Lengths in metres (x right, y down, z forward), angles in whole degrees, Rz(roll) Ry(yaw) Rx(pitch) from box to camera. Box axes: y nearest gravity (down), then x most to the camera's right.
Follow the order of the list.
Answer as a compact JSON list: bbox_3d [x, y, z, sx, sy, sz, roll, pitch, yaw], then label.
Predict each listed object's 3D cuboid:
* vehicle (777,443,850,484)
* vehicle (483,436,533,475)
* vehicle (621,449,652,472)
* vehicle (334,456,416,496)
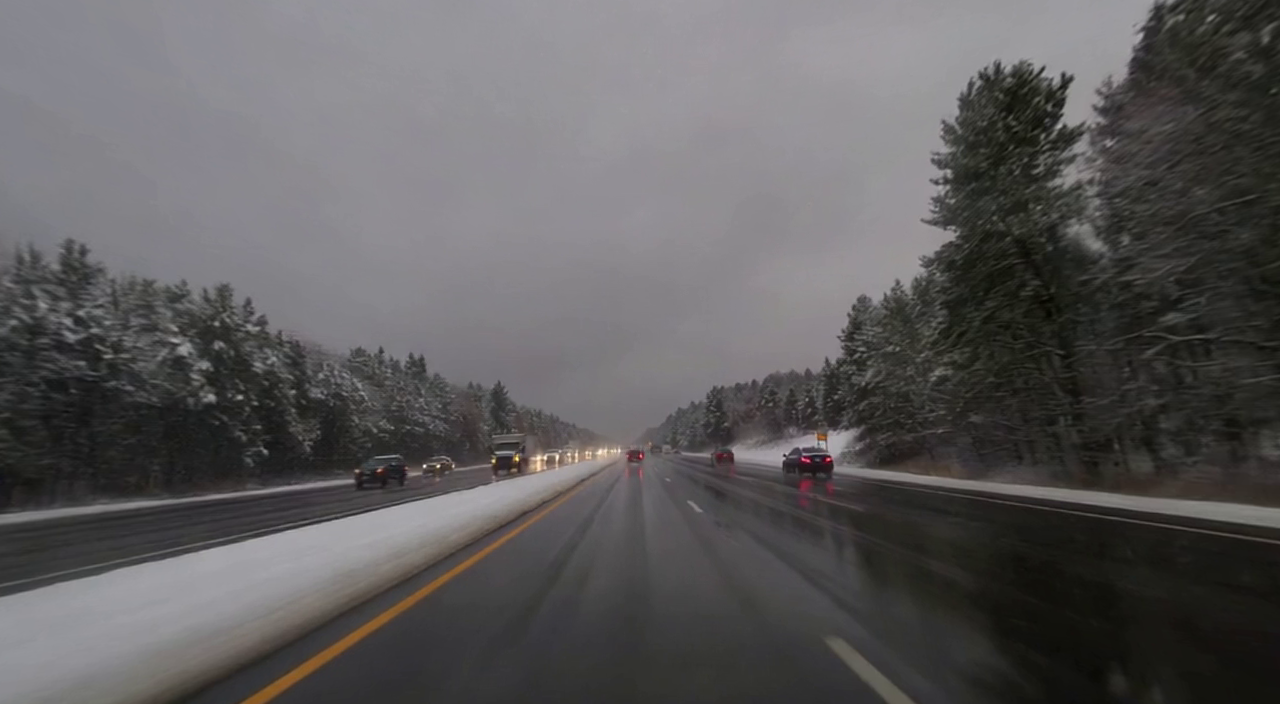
[{"bbox_3d":[7.247,4.667,26.697,1.903,1.566,3.866,0,-9,-1],"label":"vehicle"},{"bbox_3d":[-8.922,7.046,43.233,2.207,2.457,5.719,0,-9,0],"label":"vehicle"},{"bbox_3d":[-0.214,7.341,42.910,2.021,1.507,4.272,0,-9,0],"label":"vehicle"},{"bbox_3d":[-12.166,5.681,29.282,1.996,1.632,4.083,0,-9,0],"label":"vehicle"}]
